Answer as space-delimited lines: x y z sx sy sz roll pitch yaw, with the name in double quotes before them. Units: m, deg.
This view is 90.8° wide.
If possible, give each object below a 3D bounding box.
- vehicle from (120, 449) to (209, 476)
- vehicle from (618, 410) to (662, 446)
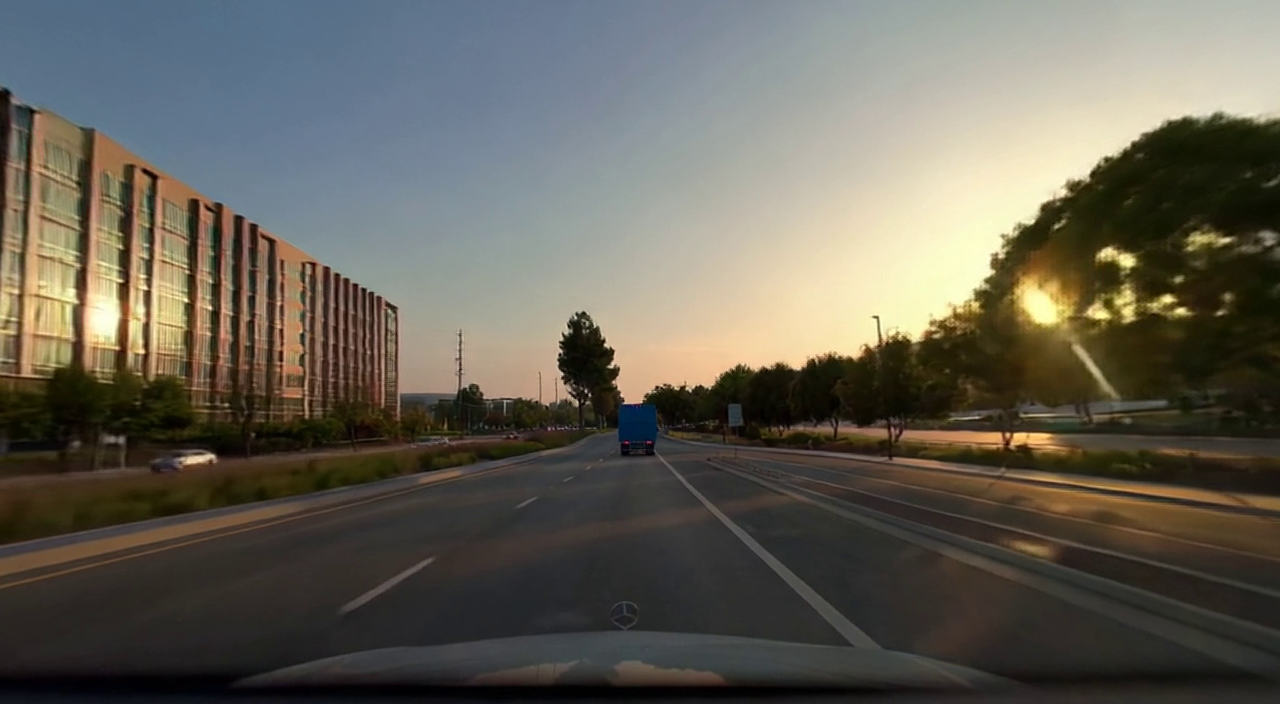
"vehicle" -33.132 7.668 44.239 2.086 1.735 4.876 -1 -9 6
"vehicle" -0.091 4.218 34.510 2.178 1.829 4.932 0 -9 -2
